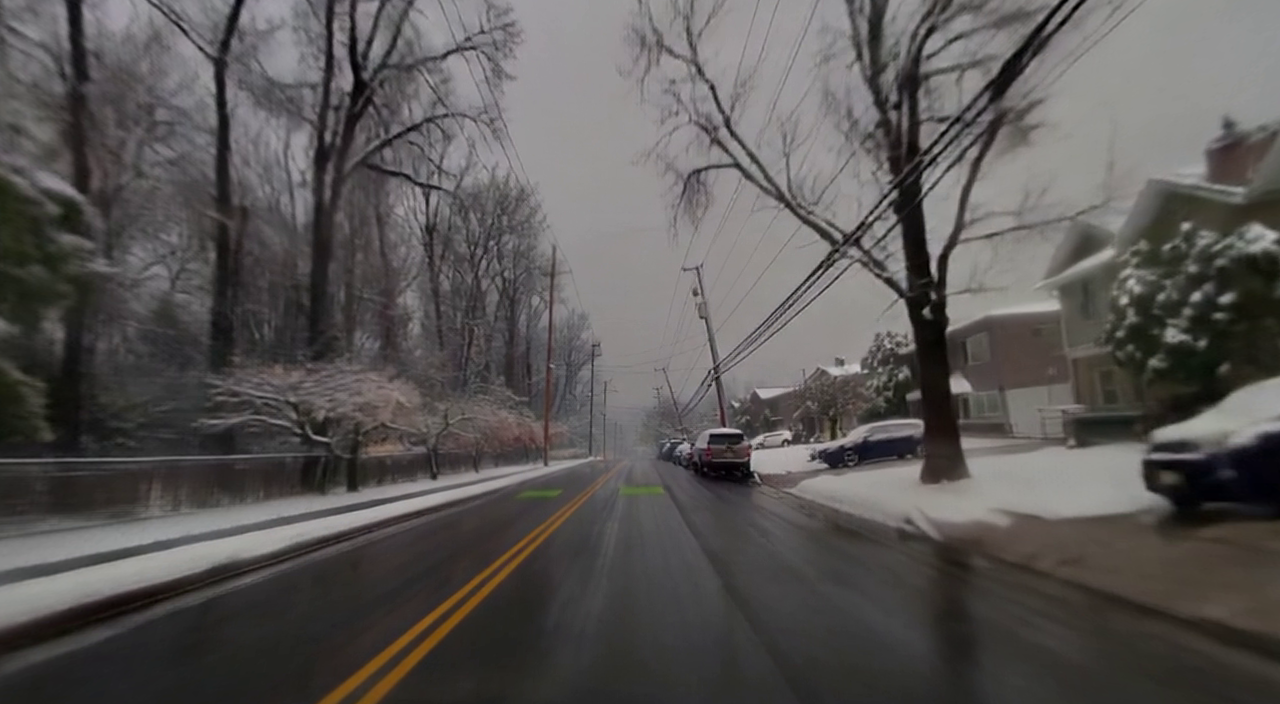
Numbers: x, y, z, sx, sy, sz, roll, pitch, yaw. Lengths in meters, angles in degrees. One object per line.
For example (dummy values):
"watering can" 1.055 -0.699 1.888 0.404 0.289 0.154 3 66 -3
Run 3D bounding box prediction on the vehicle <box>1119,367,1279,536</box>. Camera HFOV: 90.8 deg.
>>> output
"vehicle" 9.447 0.991 8.139 4.922 1.846 1.941 -6 -8 -5

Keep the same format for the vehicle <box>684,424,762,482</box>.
"vehicle" 3.144 4.021 25.357 2.347 2.070 5.735 0 -9 0

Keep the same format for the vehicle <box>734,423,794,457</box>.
"vehicle" 9.690 6.909 49.544 4.008 1.765 1.880 -12 -8 -1

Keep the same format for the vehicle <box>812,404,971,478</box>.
"vehicle" 8.585 3.081 21.893 4.418 1.648 2.017 -10 -8 -1
